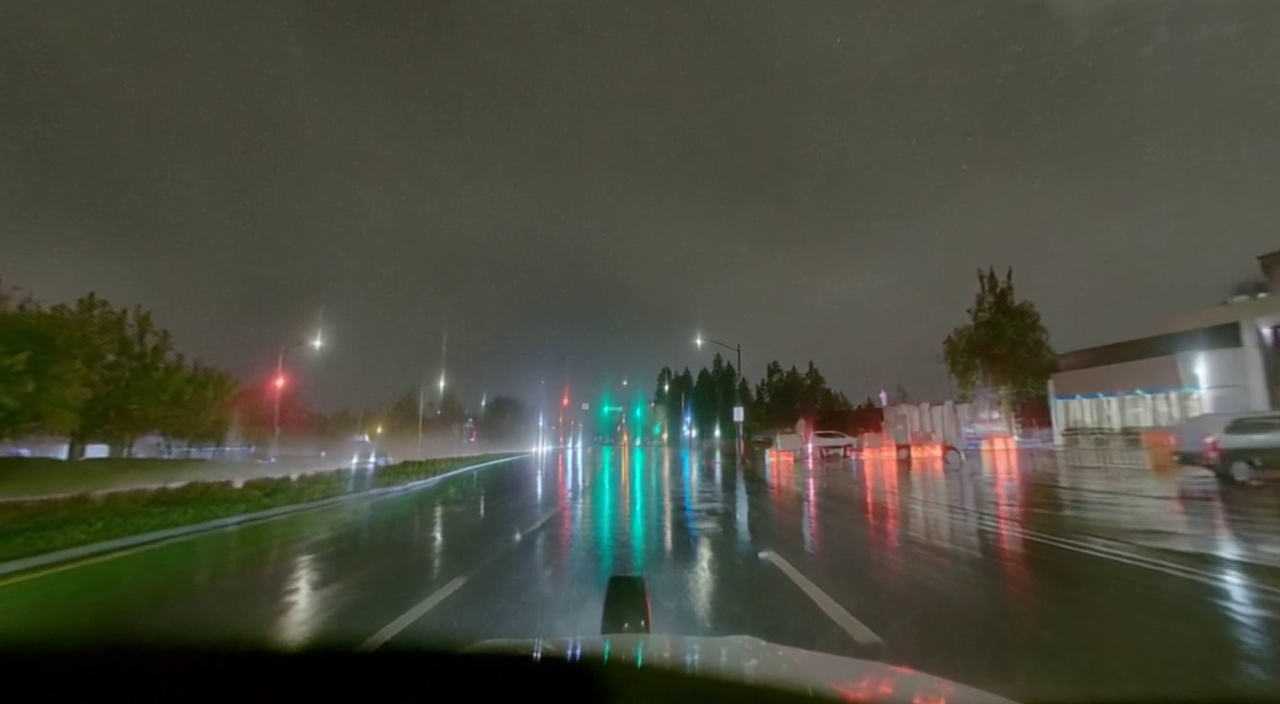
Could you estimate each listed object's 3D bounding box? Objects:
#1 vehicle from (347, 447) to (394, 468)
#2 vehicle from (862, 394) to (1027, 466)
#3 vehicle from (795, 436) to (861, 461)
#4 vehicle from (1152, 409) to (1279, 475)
[{"bbox_3d":[-21.036,8.239,49.370,1.794,1.463,4.332,0,-8,-2],"label":"vehicle"},{"bbox_3d":[15.517,4.042,32.554,6.641,3.391,3.387,0,-8,-4],"label":"vehicle"},{"bbox_3d":[12.375,6.363,41.849,1.948,1.466,4.520,-1,-7,-16],"label":"vehicle"},{"bbox_3d":[16.679,2.374,16.693,4.450,1.643,1.996,0,-8,-1],"label":"vehicle"}]
